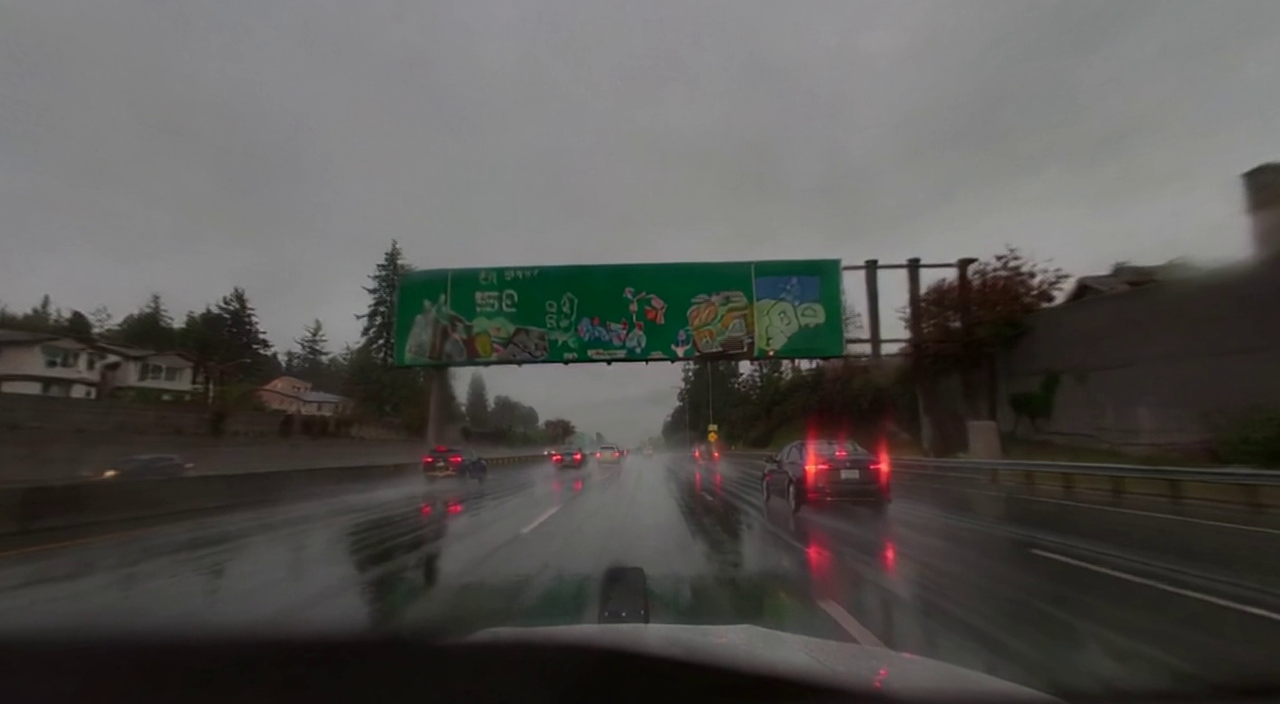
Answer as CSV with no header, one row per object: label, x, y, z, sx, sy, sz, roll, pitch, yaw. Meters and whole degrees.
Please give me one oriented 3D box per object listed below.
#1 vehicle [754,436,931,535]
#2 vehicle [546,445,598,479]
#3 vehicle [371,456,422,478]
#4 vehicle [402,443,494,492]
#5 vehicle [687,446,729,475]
vehicle,3.547,2.391,11.988,1.912,1.509,4.291,0,-8,0
vehicle,-3.384,5.533,32.109,2.136,1.571,4.285,0,-8,1
vehicle,-18.635,8.794,48.453,1.959,1.483,4.641,-1,-8,2
vehicle,-7.225,4.366,24.245,2.057,1.681,4.277,0,-8,1
vehicle,3.697,5.930,34.702,1.854,1.438,3.954,0,-8,0
